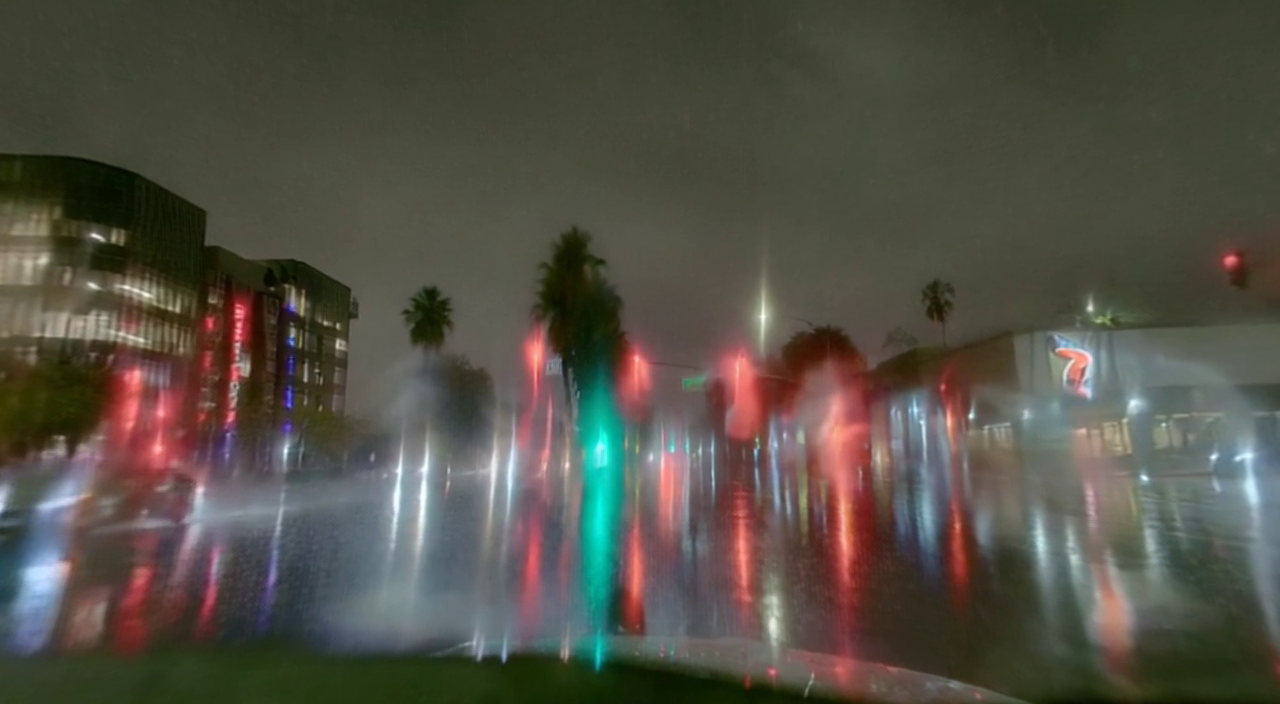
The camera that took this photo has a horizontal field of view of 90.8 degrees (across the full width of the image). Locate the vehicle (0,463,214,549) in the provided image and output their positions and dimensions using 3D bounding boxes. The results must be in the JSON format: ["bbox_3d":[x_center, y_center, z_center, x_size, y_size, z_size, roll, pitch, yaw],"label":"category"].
[{"bbox_3d":[-12.575,3.364,14.504,2.145,1.504,4.857,-1,-9,1],"label":"vehicle"}]

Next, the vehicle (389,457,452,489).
[{"bbox_3d":[-12.625,6.968,36.646,2.038,1.624,4.292,-1,-9,1],"label":"vehicle"}]
